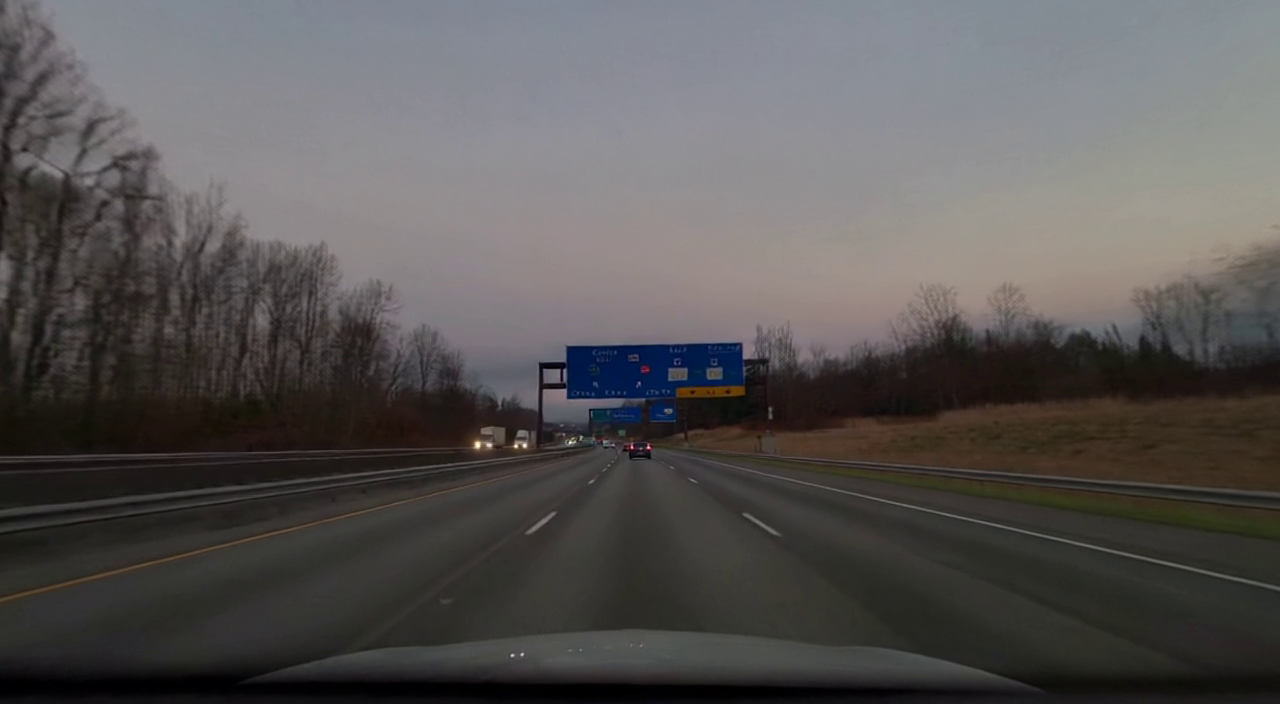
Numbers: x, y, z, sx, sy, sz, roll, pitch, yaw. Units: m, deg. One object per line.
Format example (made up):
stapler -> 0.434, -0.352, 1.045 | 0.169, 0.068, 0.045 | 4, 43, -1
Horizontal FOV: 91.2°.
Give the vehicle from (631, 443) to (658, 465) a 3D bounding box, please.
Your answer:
vehicle -> 0.311, 7.208, 44.675 | 1.859, 1.478, 3.799 | 0, -8, 0
